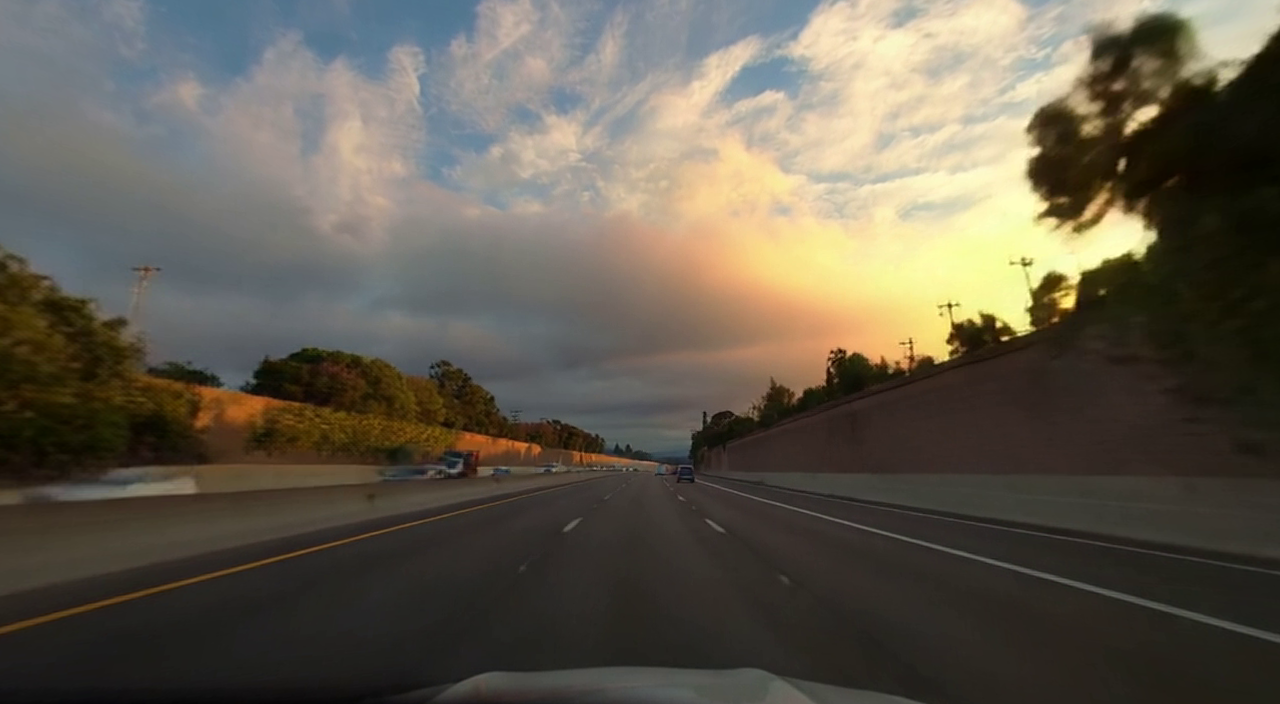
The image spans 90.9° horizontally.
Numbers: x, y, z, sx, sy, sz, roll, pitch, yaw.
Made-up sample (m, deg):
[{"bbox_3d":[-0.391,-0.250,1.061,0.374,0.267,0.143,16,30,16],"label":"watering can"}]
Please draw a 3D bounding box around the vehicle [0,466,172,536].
[{"bbox_3d":[-14.667,3.699,16.115,1.883,1.482,4.475,1,-10,0],"label":"vehicle"}]

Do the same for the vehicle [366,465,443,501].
[{"bbox_3d":[-10.782,6.003,29.184,1.883,1.471,4.227,1,-10,1],"label":"vehicle"}]

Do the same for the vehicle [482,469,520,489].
[{"bbox_3d":[-10.497,9.630,47.907,1.902,1.395,4.007,1,-10,1],"label":"vehicle"}]
